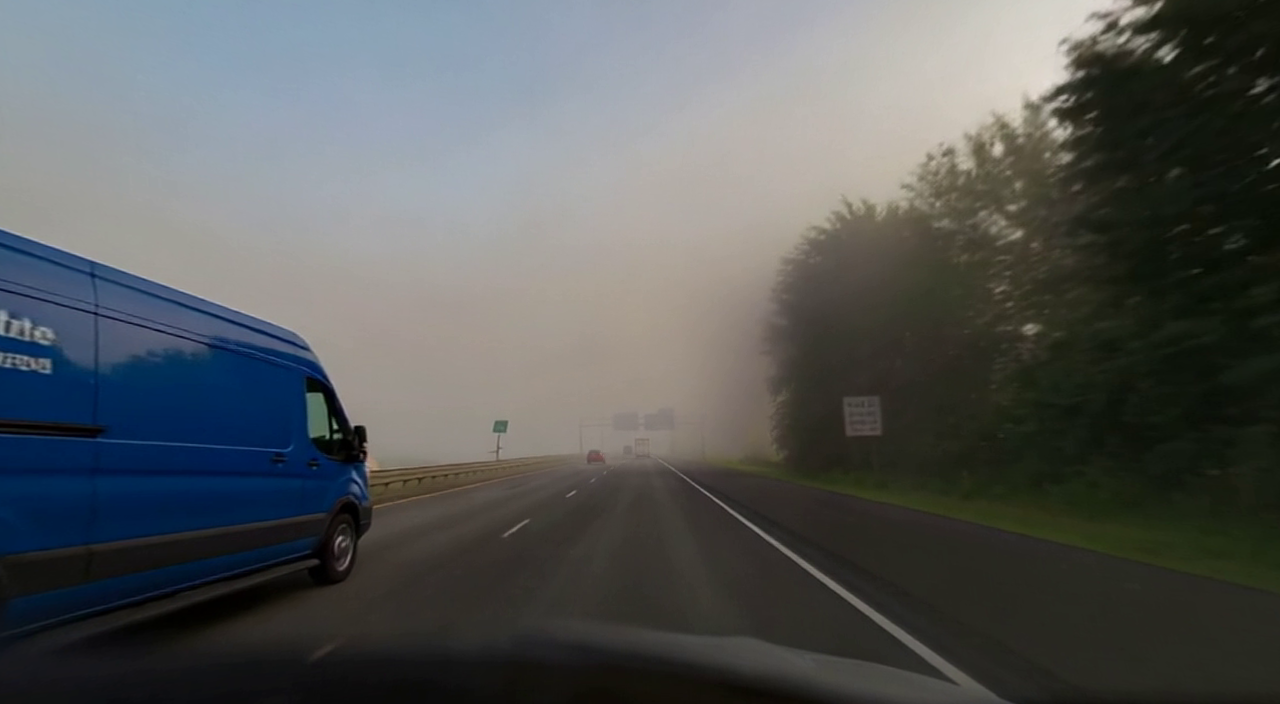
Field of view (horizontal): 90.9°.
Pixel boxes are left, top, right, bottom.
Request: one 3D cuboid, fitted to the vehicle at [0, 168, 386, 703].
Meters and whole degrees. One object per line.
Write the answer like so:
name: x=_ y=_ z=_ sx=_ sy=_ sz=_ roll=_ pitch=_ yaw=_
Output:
vehicle: x=-4.108 y=0.612 z=3.727 sx=2.320 sy=2.636 sz=7.021 roll=0 pitch=-9 yaw=-1
